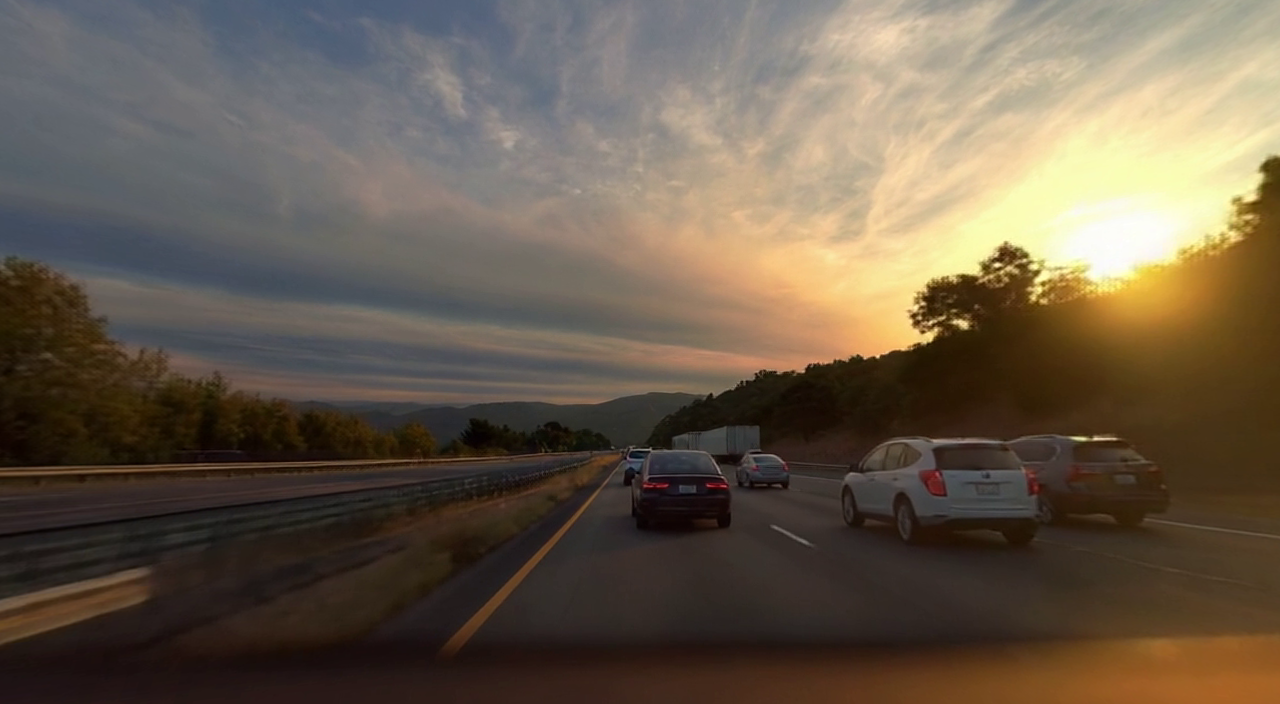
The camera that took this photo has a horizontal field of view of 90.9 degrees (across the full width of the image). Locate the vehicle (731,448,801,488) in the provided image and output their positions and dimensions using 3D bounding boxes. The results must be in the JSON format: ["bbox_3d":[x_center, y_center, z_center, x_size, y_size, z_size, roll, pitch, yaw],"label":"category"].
[{"bbox_3d":[5.134,4.786,26.302,1.908,1.500,4.157,0,-9,-2],"label":"vehicle"}]

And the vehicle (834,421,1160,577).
[{"bbox_3d":[4.599,1.959,9.208,1.998,1.657,4.604,0,-9,-1],"label":"vehicle"}]

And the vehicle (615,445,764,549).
[{"bbox_3d":[0.663,2.332,10.770,2.094,1.426,3.725,0,-9,-1],"label":"vehicle"}]
